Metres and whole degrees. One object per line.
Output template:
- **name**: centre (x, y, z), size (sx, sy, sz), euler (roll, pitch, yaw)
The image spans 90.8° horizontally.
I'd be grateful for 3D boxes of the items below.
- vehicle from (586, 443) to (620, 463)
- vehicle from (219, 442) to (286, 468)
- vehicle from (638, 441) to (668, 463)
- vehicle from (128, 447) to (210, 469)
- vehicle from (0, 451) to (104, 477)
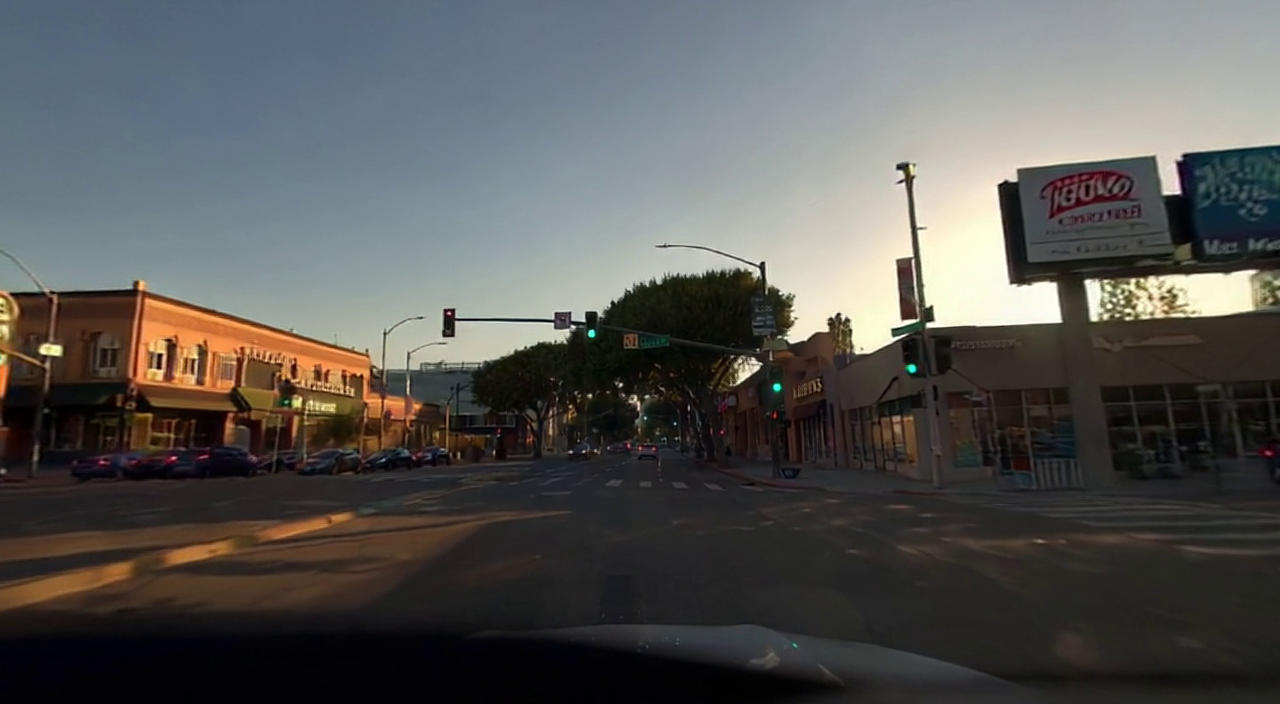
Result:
- **vehicle**: centre (-2.719, 7.496, 47.137), size (1.962, 1.420, 4.021), euler (0, -9, 4)
- **vehicle**: centre (-28.231, 7.467, 46.113), size (1.643, 1.755, 3.666), euler (-5, -9, 34)
- **vehicle**: centre (0.998, 7.569, 47.950), size (2.168, 1.545, 4.047), euler (0, -9, 1)
- **vehicle**: centre (-35.204, 7.916, 47.360), size (1.802, 1.549, 4.439), euler (-4, -10, 26)
- **vehicle**: centre (-36.323, 6.849, 38.938), size (1.826, 1.432, 4.530), euler (-5, -10, 29)
